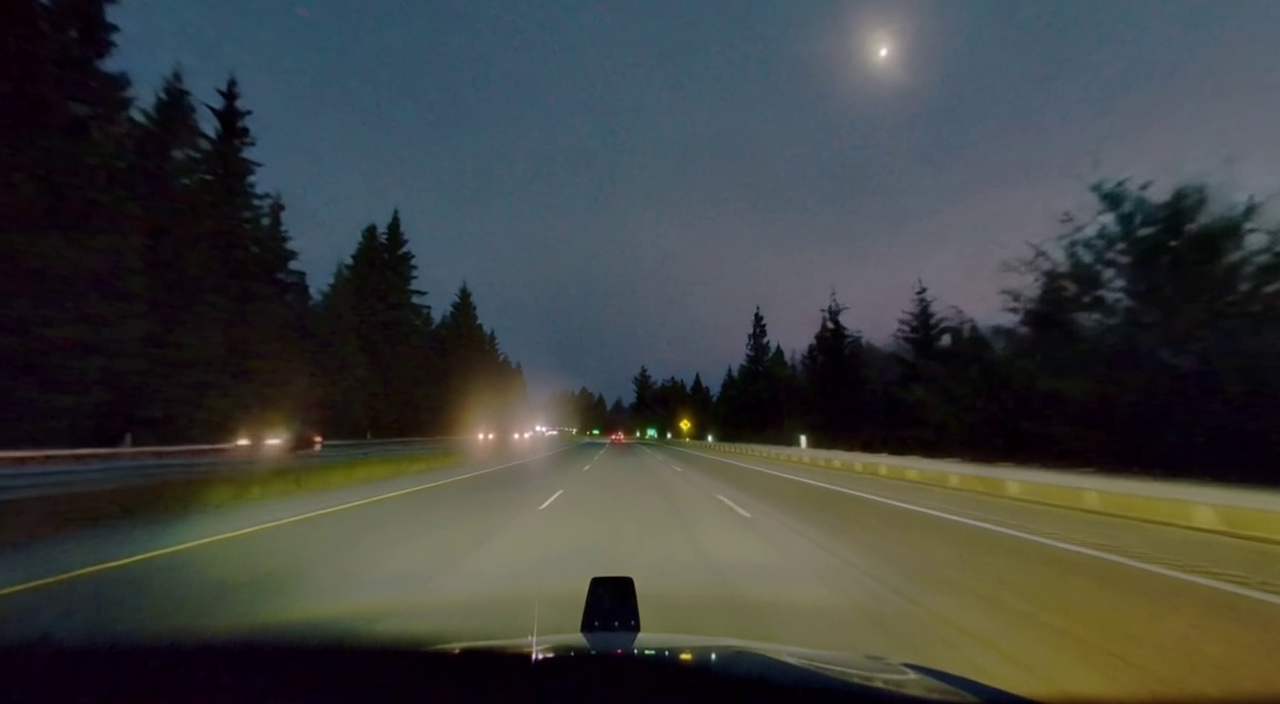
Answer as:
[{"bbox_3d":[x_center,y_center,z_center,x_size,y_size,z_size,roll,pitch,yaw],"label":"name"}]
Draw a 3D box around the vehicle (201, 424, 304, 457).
[{"bbox_3d":[-17.544,4.039,28.835,1.838,1.376,4.687,0,-8,-1],"label":"vehicle"}]
